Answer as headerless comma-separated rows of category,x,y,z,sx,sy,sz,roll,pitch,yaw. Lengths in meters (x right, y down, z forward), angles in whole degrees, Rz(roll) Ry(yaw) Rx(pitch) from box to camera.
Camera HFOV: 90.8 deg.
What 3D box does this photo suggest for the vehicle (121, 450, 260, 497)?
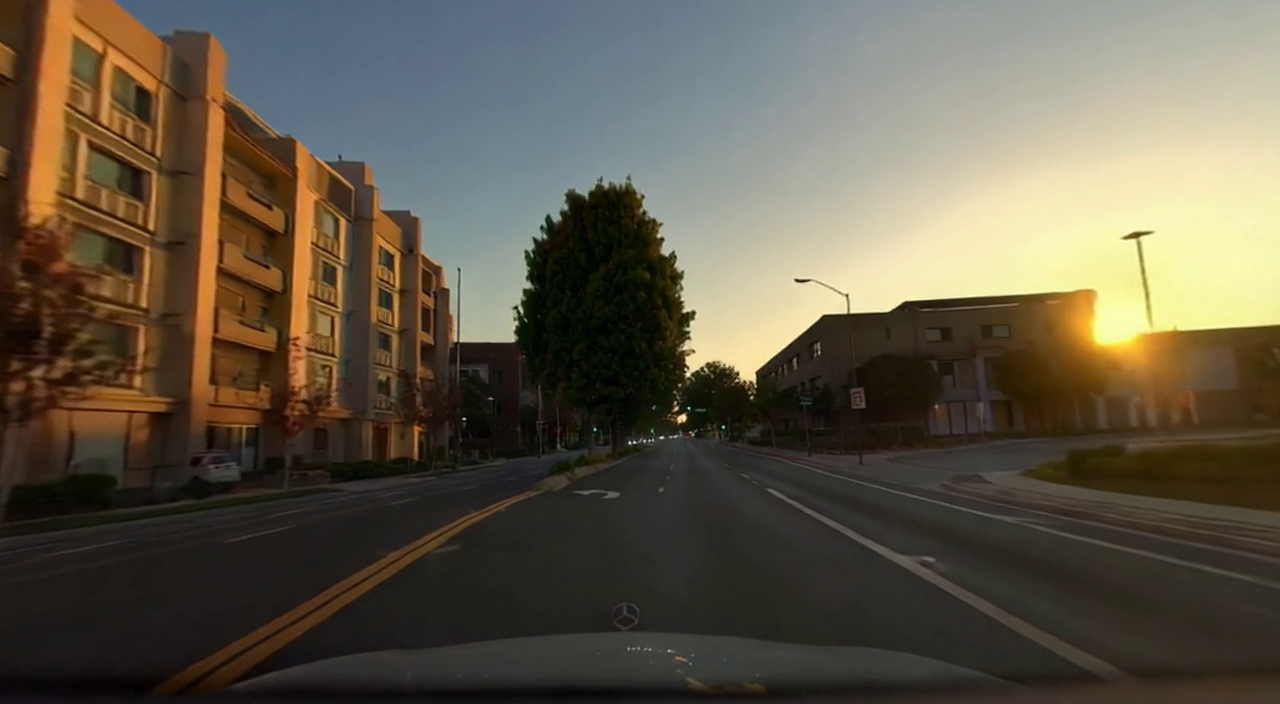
vehicle,-19.166,5.145,27.303,2.030,1.759,4.949,-1,-8,5
